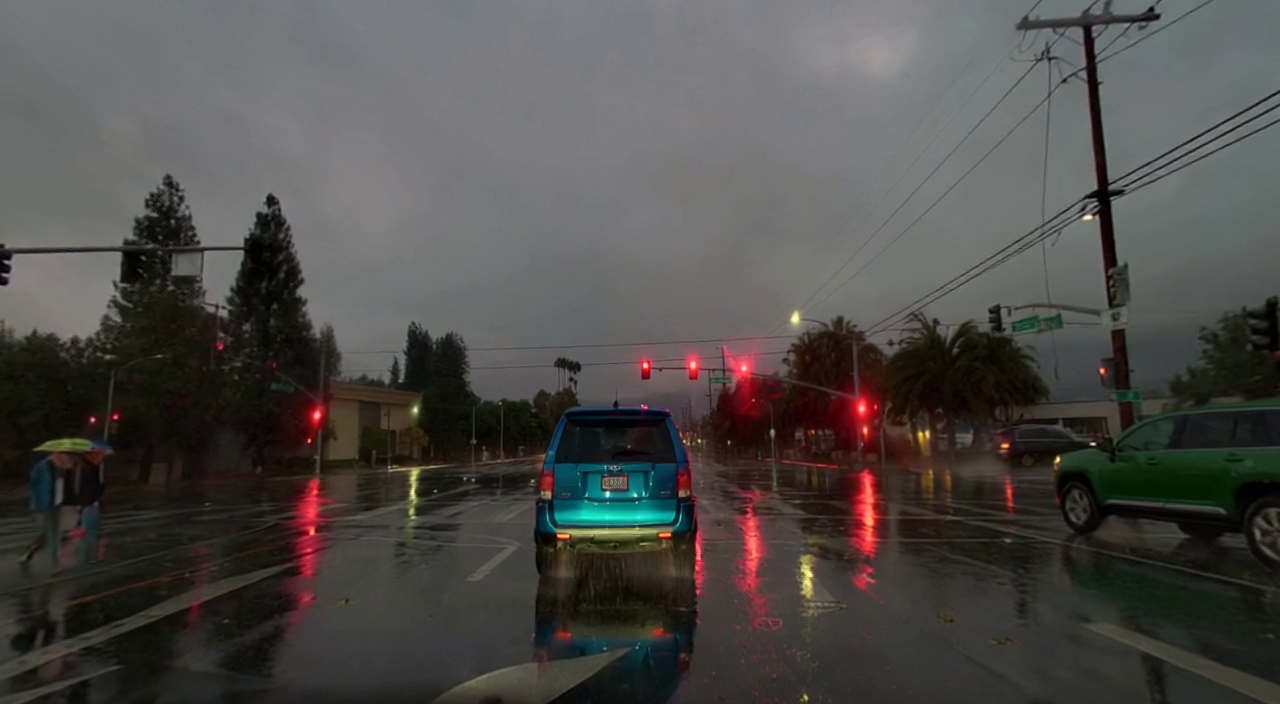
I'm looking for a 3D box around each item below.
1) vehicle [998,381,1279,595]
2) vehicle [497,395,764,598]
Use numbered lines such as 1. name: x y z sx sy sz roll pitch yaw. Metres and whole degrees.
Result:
1. vehicle: 6.583 1.437 7.231 2.119 1.827 4.806 0 -9 0
2. vehicle: -0.108 1.559 7.635 2.285 1.729 4.252 0 -9 -1
